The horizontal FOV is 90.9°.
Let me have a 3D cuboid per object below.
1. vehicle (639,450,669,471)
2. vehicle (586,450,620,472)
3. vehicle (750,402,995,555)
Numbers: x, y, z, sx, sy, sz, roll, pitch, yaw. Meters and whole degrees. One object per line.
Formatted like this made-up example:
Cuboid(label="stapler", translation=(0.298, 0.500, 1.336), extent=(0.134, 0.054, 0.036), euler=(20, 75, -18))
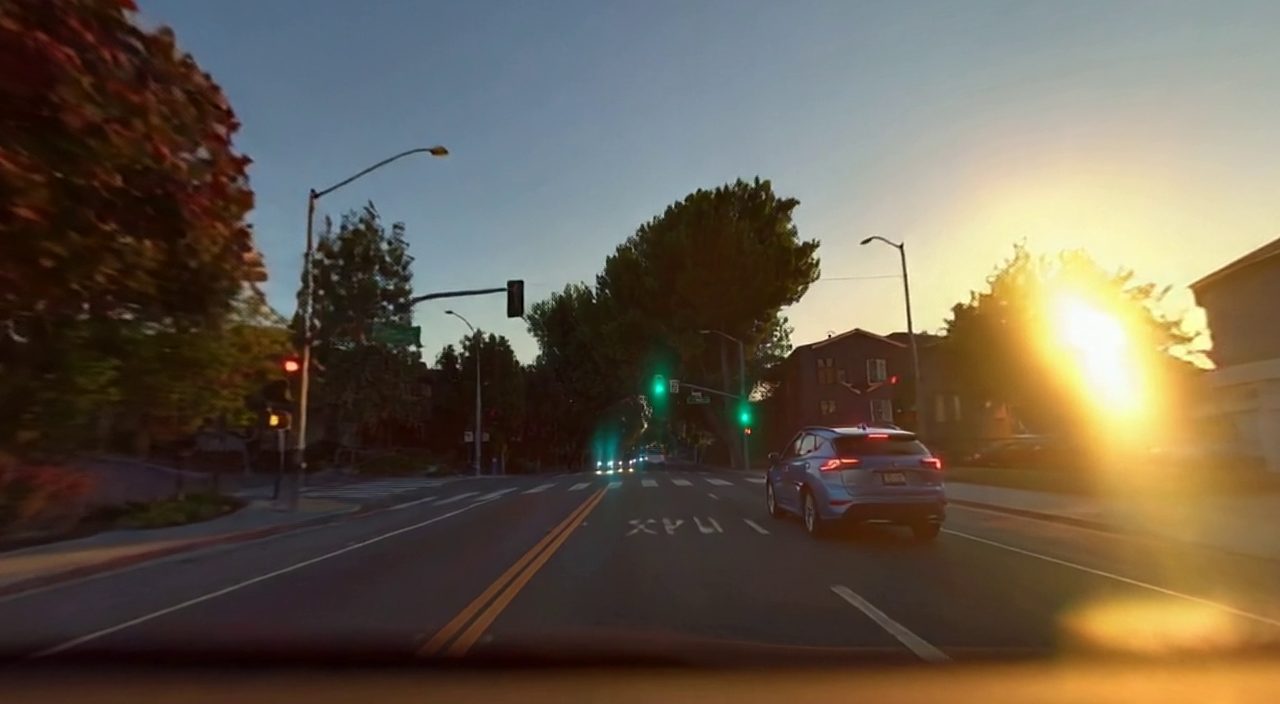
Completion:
Cuboid(label="vehicle", translation=(1.015, 7.938, 46.308), extent=(2.097, 1.463, 4.043), euler=(0, -9, 0))
Cuboid(label="vehicle", translation=(-2.658, 8.020, 46.391), extent=(2.170, 1.513, 4.270), euler=(0, -9, 1))
Cuboid(label="vehicle", translation=(3.295, 1.928, 10.250), extent=(2.130, 1.863, 4.844), euler=(0, -9, 0))
